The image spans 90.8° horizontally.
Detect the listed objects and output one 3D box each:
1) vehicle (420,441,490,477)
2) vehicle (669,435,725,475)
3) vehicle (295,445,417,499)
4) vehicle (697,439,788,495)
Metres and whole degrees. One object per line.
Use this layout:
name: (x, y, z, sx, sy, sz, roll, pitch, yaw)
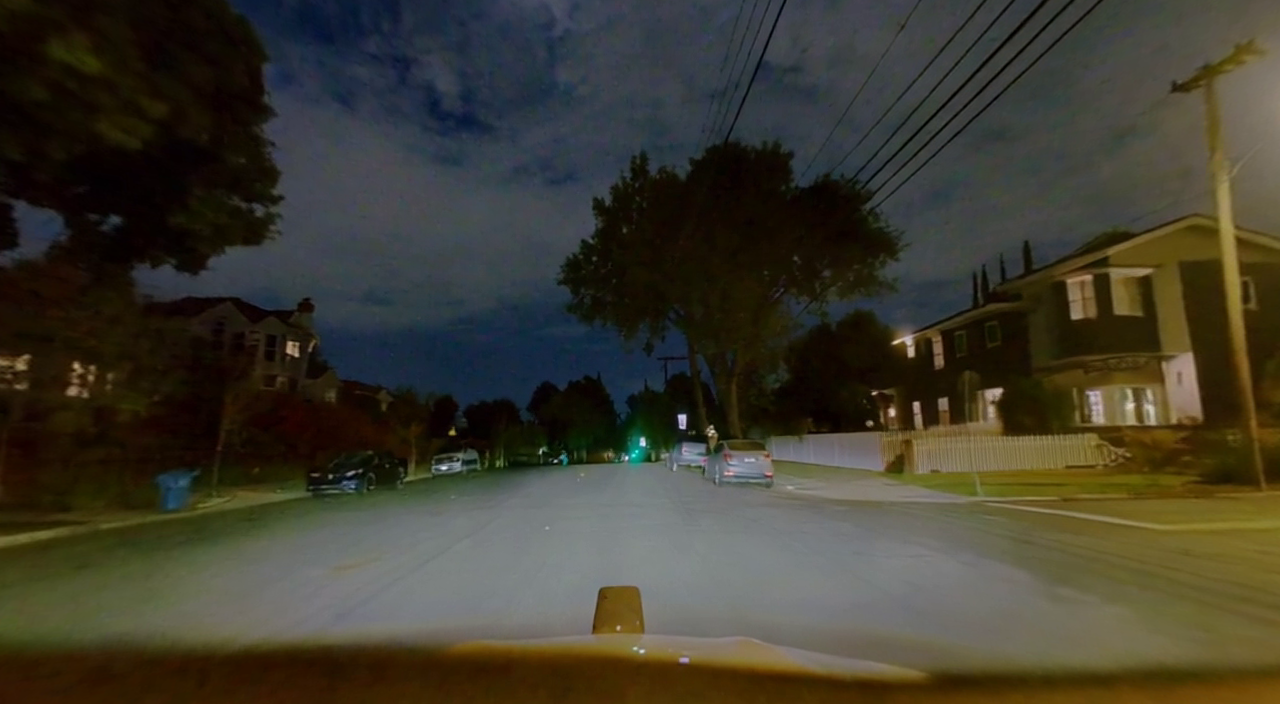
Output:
vehicle: (-9.007, 5.220, 31.134, 2.027, 1.584, 4.476, -1, -8, 1)
vehicle: (2.858, 5.319, 32.953, 2.225, 1.911, 5.322, 0, -8, -2)
vehicle: (-8.683, 3.667, 19.816, 1.937, 1.427, 4.510, 0, -8, -3)
vehicle: (3.035, 3.510, 19.684, 1.927, 1.529, 4.144, 0, -8, -3)
